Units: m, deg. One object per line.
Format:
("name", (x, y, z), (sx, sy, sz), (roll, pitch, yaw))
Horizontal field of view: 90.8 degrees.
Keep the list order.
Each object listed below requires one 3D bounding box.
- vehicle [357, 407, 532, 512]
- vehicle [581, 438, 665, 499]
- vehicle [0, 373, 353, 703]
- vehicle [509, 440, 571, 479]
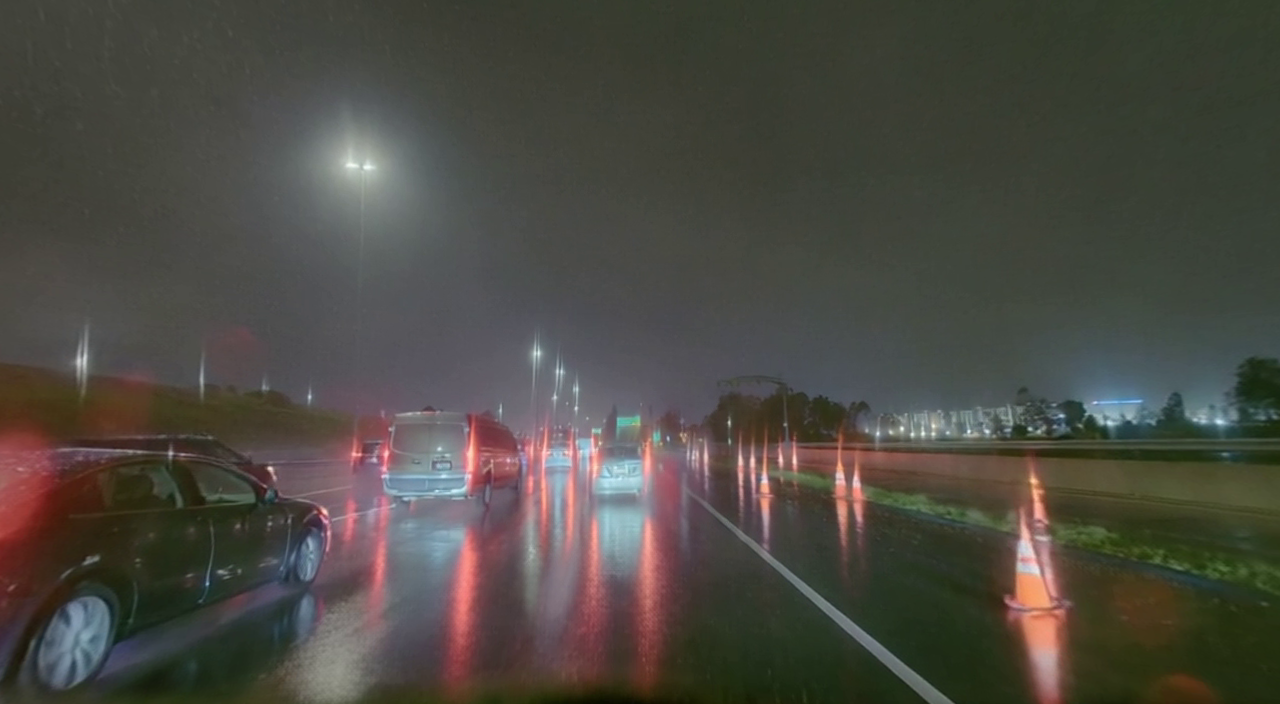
("vehicle", (-4.284, 2.514, 15.162), (2.324, 2.012, 5.740), (0, -9, 0))
("vehicle", (-0.462, 3.171, 17.627), (2.069, 1.484, 3.918), (0, -9, -1))
("vehicle", (-3.859, 1.066, 3.887), (2.041, 1.604, 4.384), (0, -9, 1))
("vehicle", (-3.993, 4.349, 25.832), (1.824, 1.459, 4.007), (0, -9, 0))
